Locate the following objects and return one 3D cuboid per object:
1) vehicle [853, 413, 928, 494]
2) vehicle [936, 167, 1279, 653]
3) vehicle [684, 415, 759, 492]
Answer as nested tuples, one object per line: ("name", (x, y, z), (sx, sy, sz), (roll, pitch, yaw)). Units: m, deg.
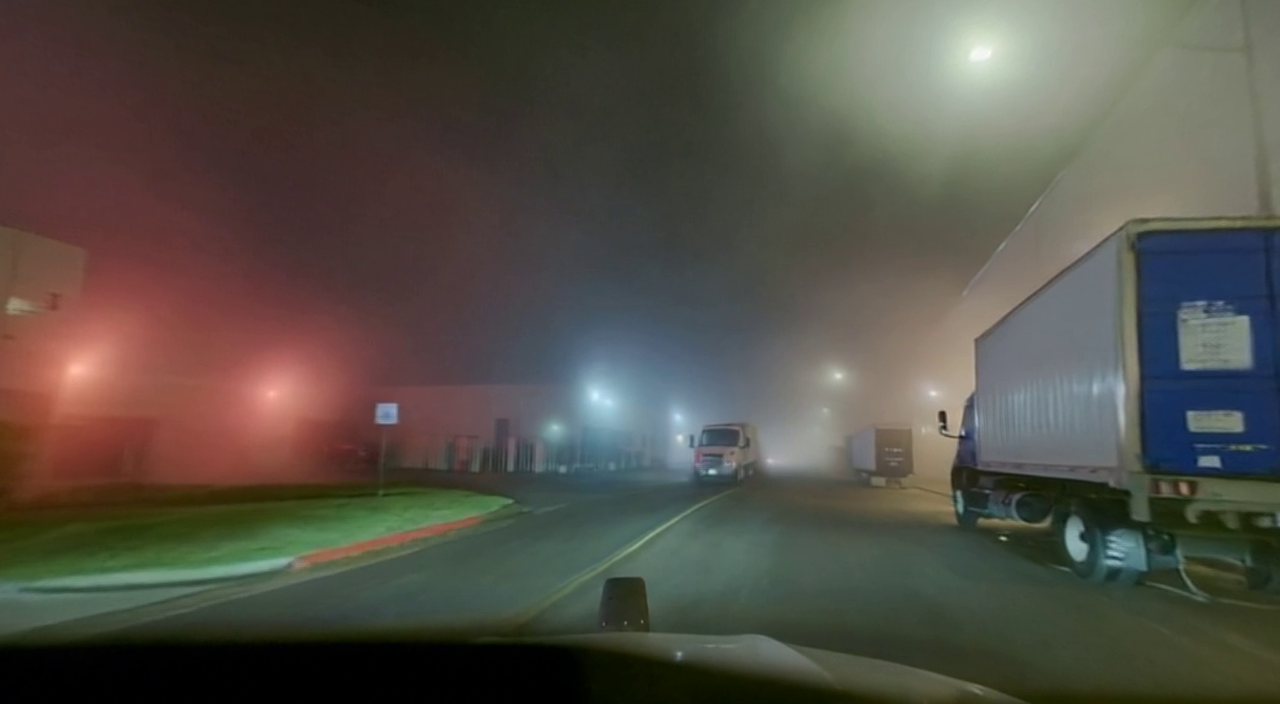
("vehicle", (16.658, 6.781, 42.797), (3.132, 4.690, 11.286), (-2, -8, 14))
("vehicle", (8.264, 1.221, 11.388), (2.966, 4.658, 11.455), (-2, -8, 14))
("vehicle", (5.239, 6.192, 39.070), (3.111, 4.217, 7.722), (-3, -9, 18))
